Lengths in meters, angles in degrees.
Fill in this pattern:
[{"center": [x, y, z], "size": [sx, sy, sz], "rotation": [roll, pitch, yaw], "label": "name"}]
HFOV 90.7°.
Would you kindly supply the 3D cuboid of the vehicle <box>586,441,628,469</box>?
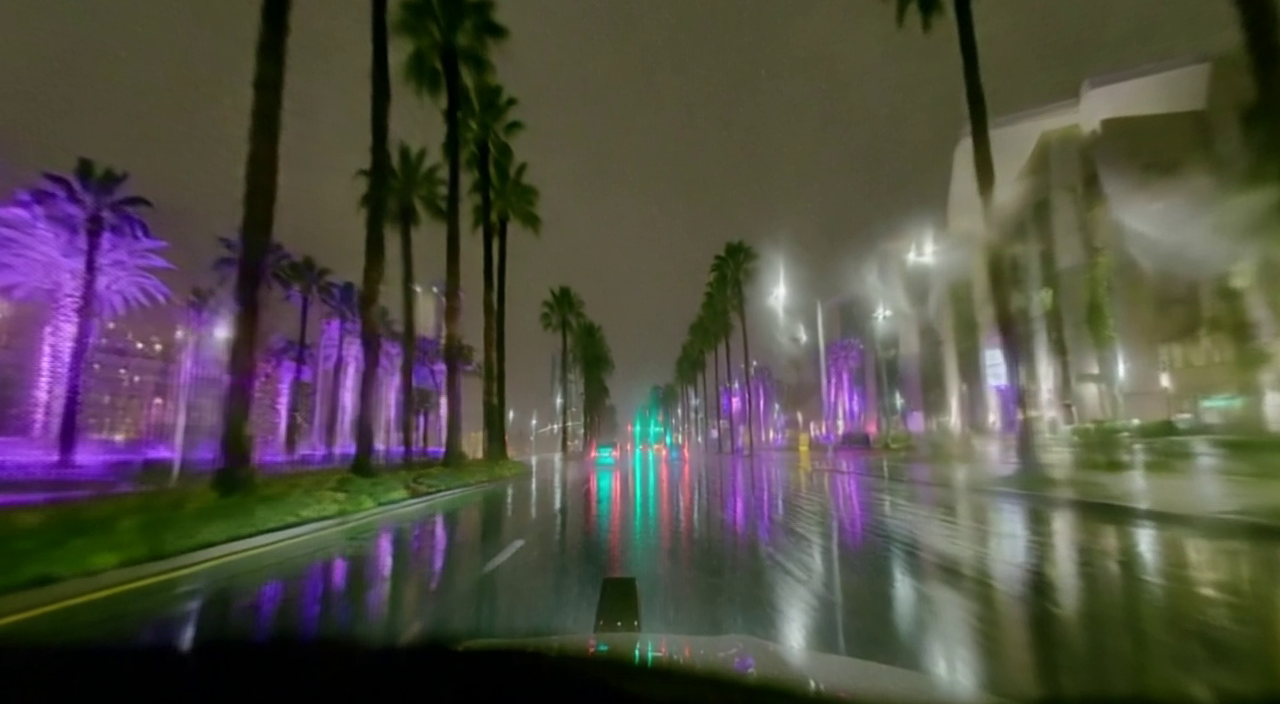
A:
[{"center": [-1.984, 6.440, 39.560], "size": [2.160, 1.615, 4.117], "rotation": [-1, -9, 4], "label": "vehicle"}]
